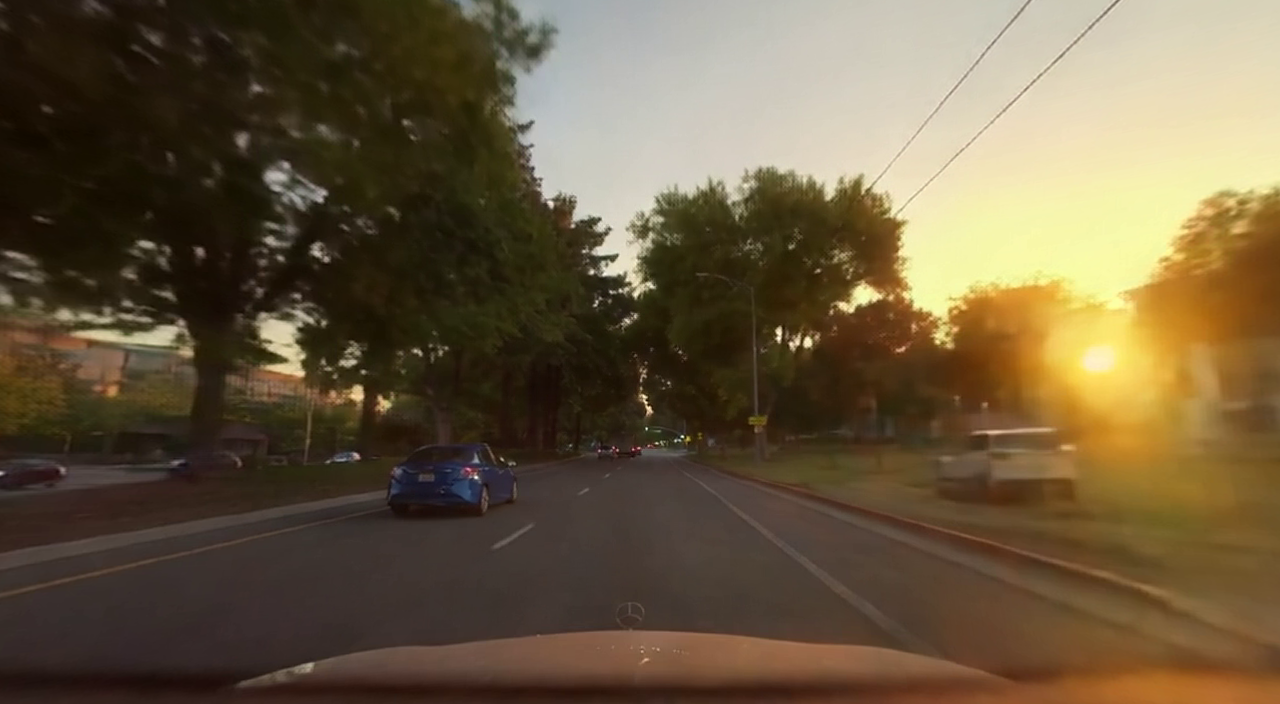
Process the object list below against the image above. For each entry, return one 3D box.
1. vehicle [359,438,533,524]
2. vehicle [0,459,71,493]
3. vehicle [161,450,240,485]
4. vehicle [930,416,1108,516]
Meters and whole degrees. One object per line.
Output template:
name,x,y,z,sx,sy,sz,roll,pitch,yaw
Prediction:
vehicle,-3.723,2.561,13.105,2.033,1.454,4.512,-1,-9,2
vehicle,-31.844,6.292,32.300,1.811,1.550,3.710,0,-9,0
vehicle,-31.739,8.296,45.734,2.223,1.991,5.316,-5,-7,-4
vehicle,7.165,2.163,12.264,1.594,1.688,2.861,0,-9,-1
